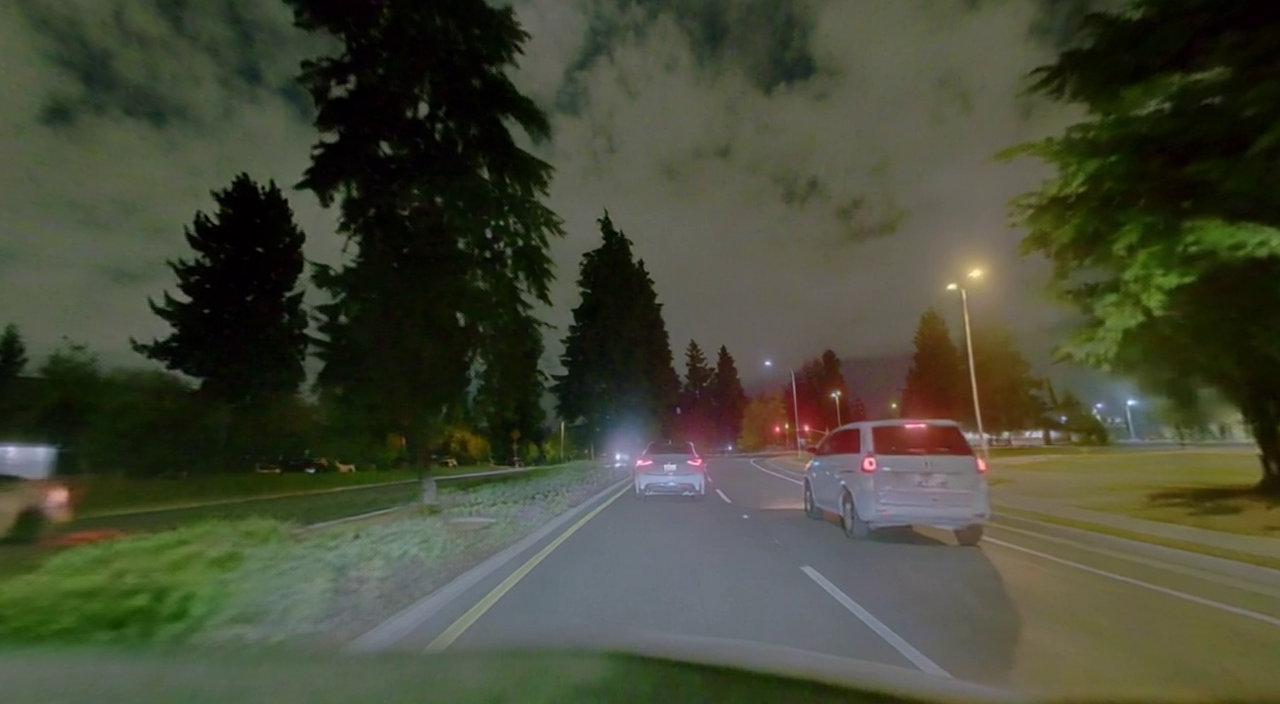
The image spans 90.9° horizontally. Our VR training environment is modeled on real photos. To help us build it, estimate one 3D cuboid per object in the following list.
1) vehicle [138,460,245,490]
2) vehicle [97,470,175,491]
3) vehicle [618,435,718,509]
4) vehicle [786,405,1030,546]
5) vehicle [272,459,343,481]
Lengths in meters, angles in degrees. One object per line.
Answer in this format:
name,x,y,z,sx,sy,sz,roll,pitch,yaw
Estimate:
vehicle,-26.747,7.330,37.695,4.951,1.618,1.952,-1,-8,4
vehicle,-38.509,9.819,48.224,4.412,1.435,1.926,-1,-8,5
vehicle,0.717,2.899,15.735,2.154,1.585,3.997,-1,-8,3
vehicle,4.119,1.996,10.960,1.953,1.818,5.299,-1,-8,1
vehicle,-25.472,9.029,48.351,4.434,1.582,1.946,-2,-8,11
